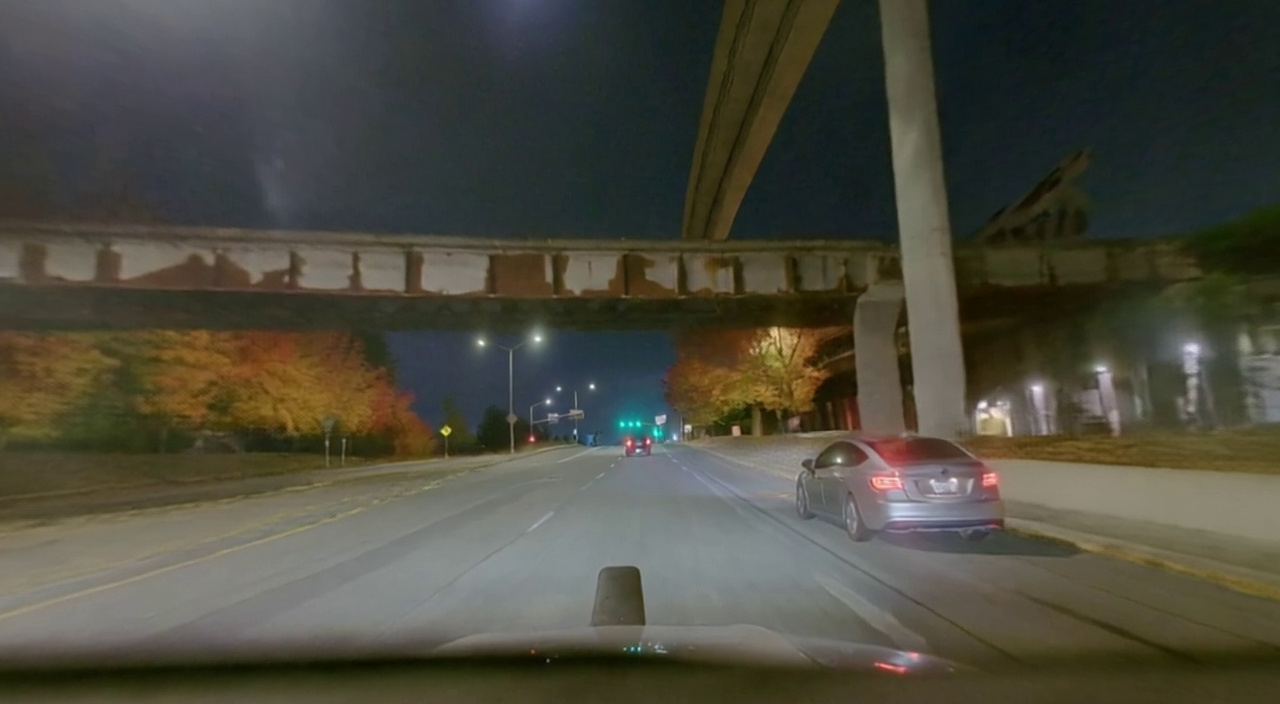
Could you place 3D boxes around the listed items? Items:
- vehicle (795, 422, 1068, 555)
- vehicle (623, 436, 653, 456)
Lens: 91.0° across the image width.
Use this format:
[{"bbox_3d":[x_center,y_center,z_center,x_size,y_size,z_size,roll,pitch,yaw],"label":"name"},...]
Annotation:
[{"bbox_3d":[3.972,1.954,9.663,2.063,1.542,4.420,0,-9,0],"label":"vehicle"},{"bbox_3d":[-0.197,7.295,48.961,2.055,1.484,4.143,1,-9,-5],"label":"vehicle"}]
